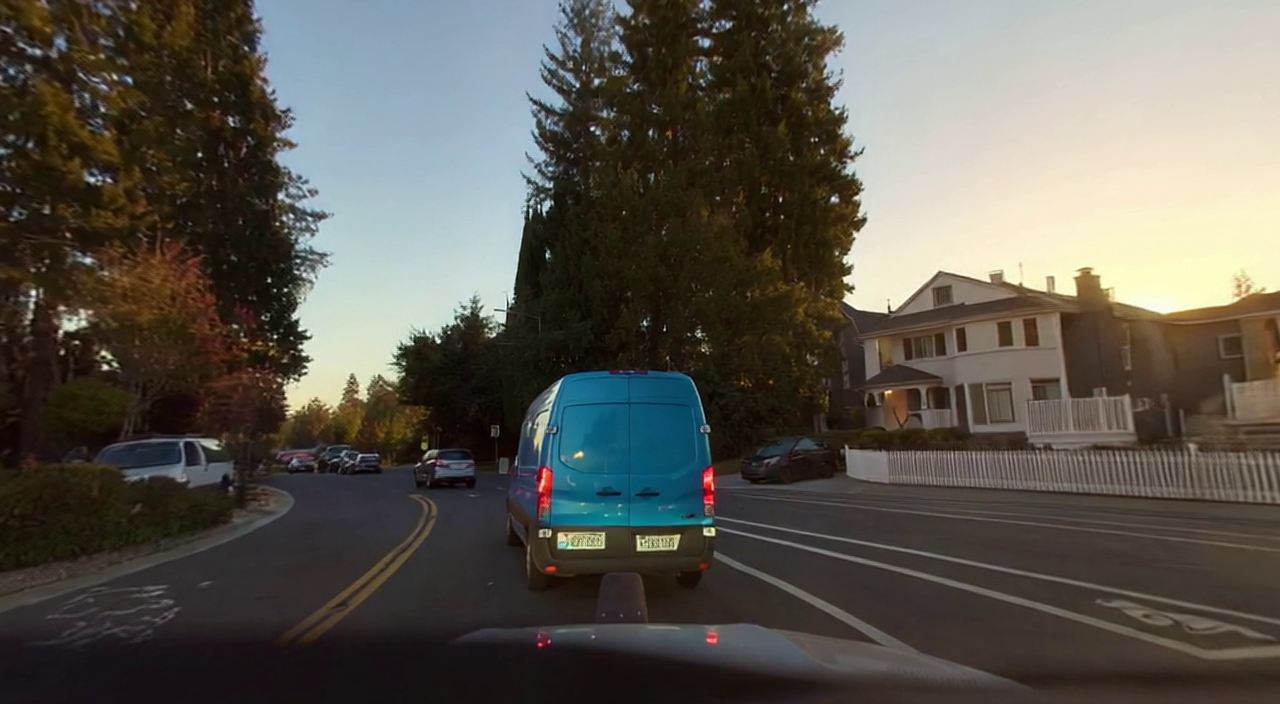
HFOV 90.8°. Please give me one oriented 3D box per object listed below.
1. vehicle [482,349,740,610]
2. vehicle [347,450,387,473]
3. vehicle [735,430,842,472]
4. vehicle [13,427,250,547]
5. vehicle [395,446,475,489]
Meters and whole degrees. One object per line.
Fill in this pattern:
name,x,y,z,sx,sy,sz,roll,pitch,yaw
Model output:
vehicle,-0.768,1.411,7.803,2.213,2.124,4.809,2,-9,-14
vehicle,-19.270,7.648,44.462,1.911,1.493,4.291,5,-10,-31
vehicle,6.746,4.469,28.575,4.559,1.754,1.985,5,-10,-31
vehicle,-9.875,2.581,12.978,2.228,1.871,5.492,3,-9,-22
vehicle,-7.885,4.320,24.007,2.008,1.445,4.386,5,-10,-29
